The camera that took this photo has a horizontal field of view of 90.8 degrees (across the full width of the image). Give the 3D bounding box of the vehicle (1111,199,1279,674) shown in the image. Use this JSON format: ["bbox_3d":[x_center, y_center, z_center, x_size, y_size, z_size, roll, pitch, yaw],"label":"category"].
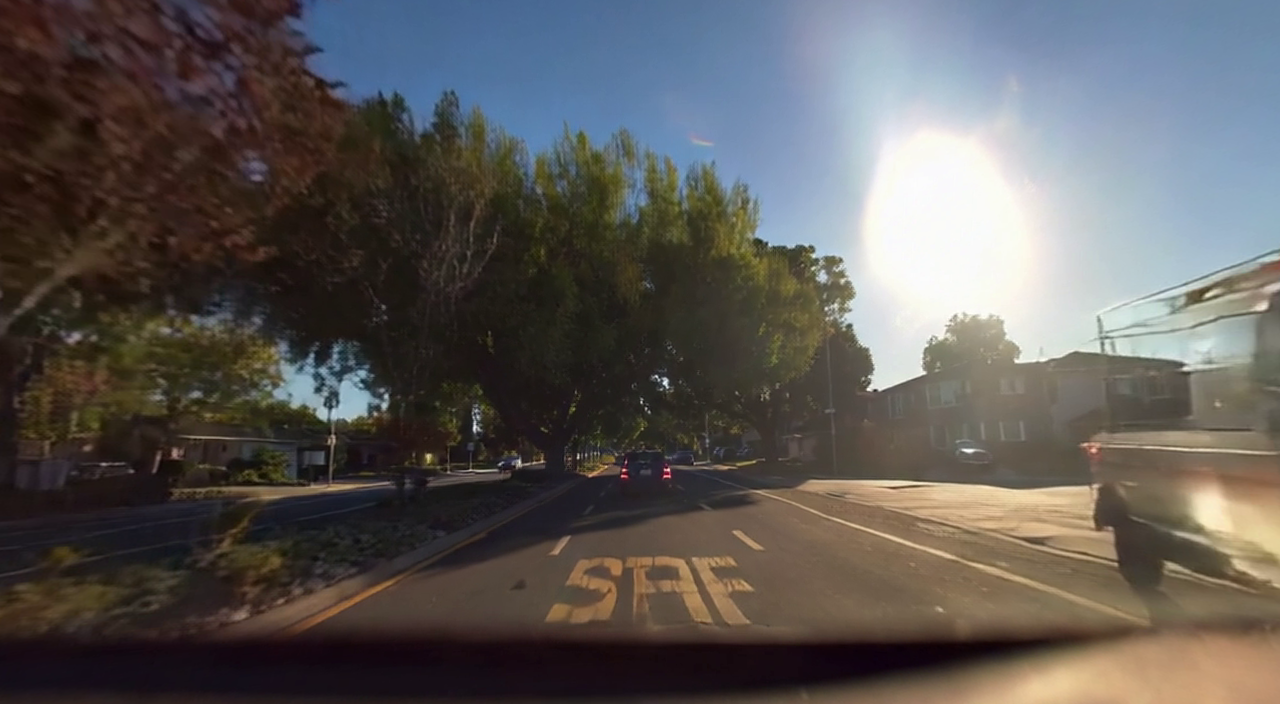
[{"bbox_3d":[5.247,0.546,3.640,2.654,2.824,5.794,-6,-11,24],"label":"vehicle"}]

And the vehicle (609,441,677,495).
[{"bbox_3d":[0.115,3.848,21.301,2.106,1.655,3.717,0,-9,1],"label":"vehicle"}]

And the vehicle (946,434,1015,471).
[{"bbox_3d":[17.976,5.278,33.236,2.128,1.771,4.721,-7,-12,39],"label":"vehicle"}]

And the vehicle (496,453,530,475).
[{"bbox_3d":[-9.542,8.435,47.604,1.861,1.516,3.752,0,-9,-2],"label":"vehicle"}]
